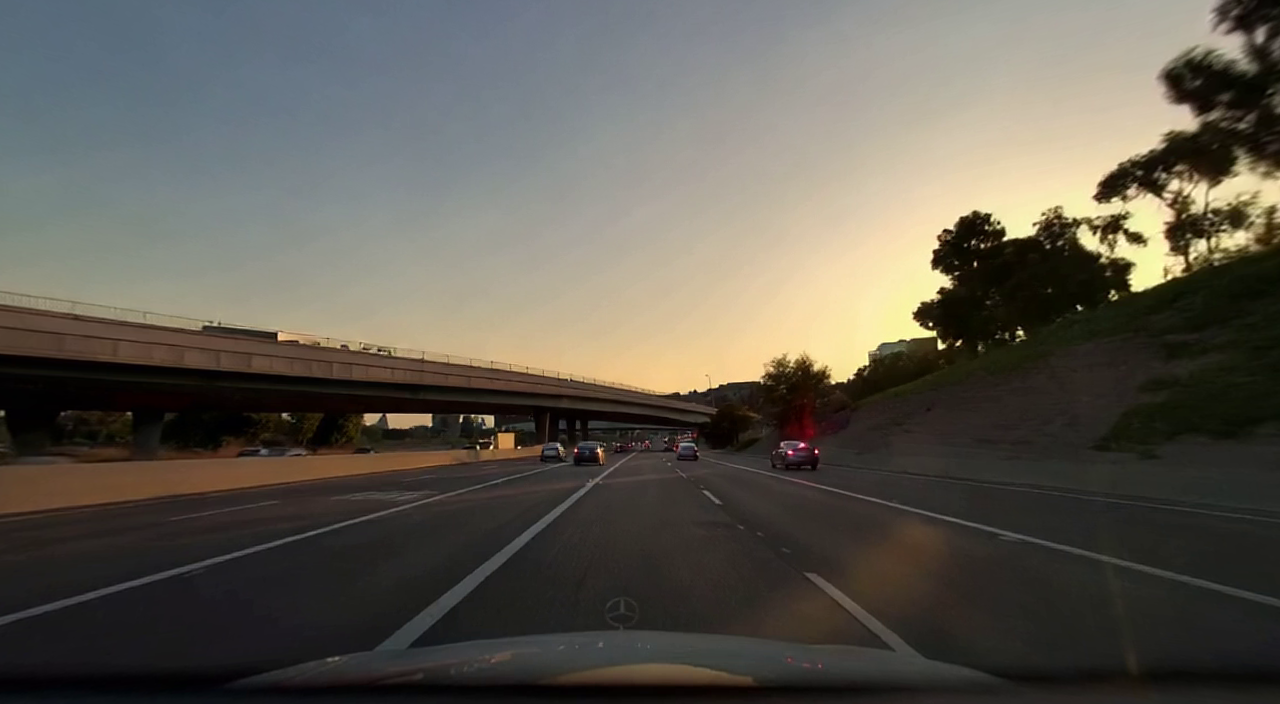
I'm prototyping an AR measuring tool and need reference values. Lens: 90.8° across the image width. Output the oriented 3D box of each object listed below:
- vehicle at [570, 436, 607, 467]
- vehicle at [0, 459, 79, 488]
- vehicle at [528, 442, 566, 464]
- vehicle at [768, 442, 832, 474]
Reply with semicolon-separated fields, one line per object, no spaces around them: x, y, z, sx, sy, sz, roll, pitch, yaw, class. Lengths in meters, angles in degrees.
-3.147;6.229;39.553;1.893;1.827;4.513;0;-9;0;vehicle
-34.949;6.862;35.984;1.767;1.446;4.519;0;-9;0;vehicle
-6.559;7.208;45.098;2.009;1.462;4.458;0;-9;0;vehicle
7.745;5.157;31.047;1.900;1.432;4.519;0;-9;-1;vehicle
